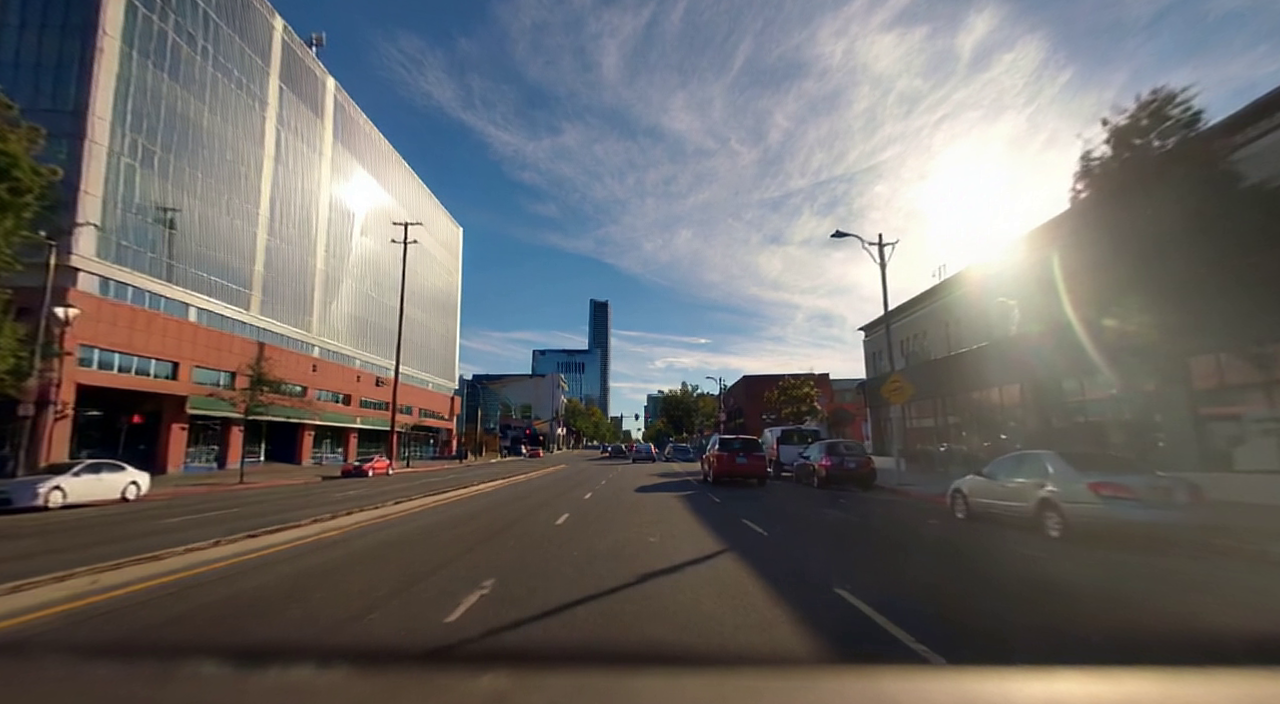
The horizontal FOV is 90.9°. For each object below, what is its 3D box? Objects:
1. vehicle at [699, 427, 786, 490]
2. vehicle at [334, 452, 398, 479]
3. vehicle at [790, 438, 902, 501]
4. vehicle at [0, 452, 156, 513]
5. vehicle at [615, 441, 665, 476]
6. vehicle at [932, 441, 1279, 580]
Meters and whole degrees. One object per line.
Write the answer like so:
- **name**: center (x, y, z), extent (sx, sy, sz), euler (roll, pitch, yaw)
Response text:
- **vehicle**: center (3.385, 3.661, 21.887), extent (2.159, 1.938, 4.836), euler (0, -9, -1)
- **vehicle**: center (-17.343, 7.185, 40.160), extent (1.924, 1.558, 4.620), euler (-1, -9, 1)
- **vehicle**: center (6.862, 3.955, 21.701), extent (2.176, 1.901, 4.887), euler (0, -9, 0)
- **vehicle**: center (-17.460, 3.816, 18.943), extent (1.946, 1.471, 4.912), euler (-1, -8, 0)
- **vehicle**: center (0.026, 5.126, 30.572), extent (2.245, 1.587, 4.094), euler (0, -9, 0)
- **vehicle**: center (6.644, 2.230, 9.795), extent (2.107, 1.589, 4.477), euler (1, -9, 1)
